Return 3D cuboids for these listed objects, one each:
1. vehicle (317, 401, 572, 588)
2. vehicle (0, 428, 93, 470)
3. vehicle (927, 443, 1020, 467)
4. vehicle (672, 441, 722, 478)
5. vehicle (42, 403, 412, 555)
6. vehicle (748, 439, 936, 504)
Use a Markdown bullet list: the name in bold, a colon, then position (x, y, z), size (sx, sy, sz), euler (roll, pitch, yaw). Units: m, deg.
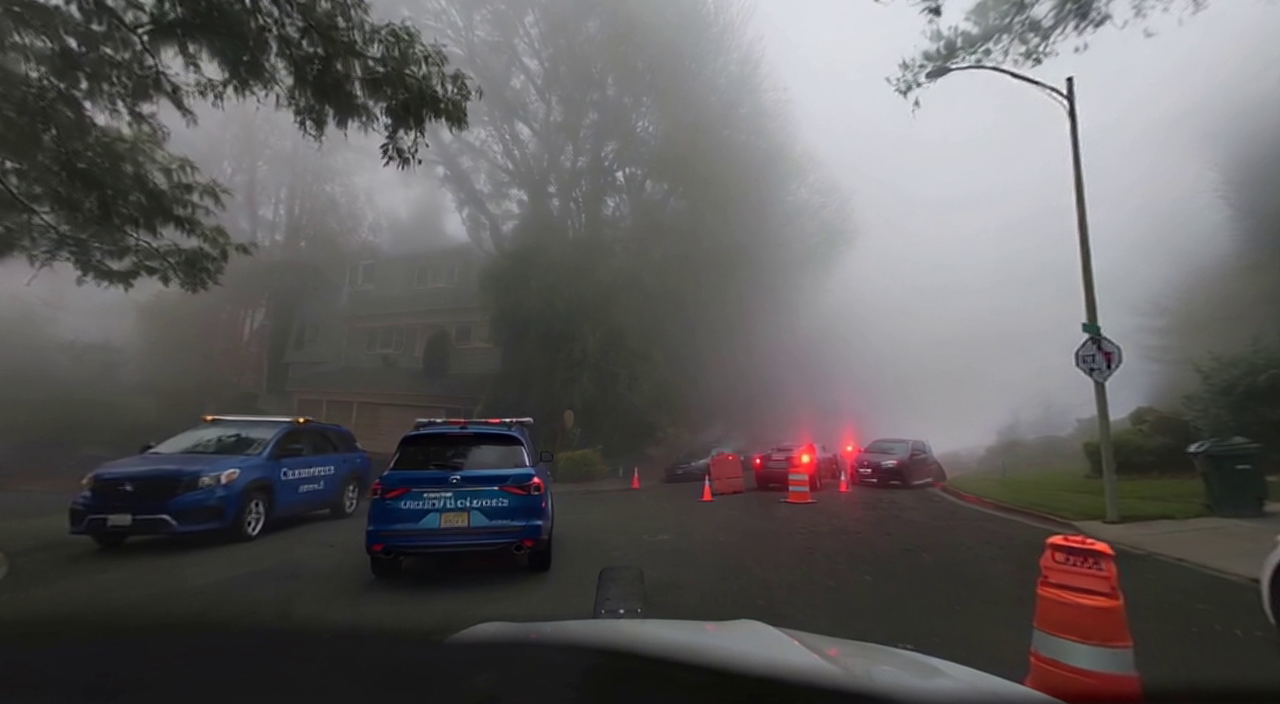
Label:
- **vehicle**: position (-2.300, 1.668, 8.235), size (2.350, 1.748, 4.094), euler (2, -9, -12)
- **vehicle**: position (-29.907, 4.755, 31.023), size (1.908, 1.898, 4.120), euler (-2, -9, 11)
- **vehicle**: position (22.207, 6.846, 42.247), size (5.066, 1.534, 1.905), euler (-1, -9, 9)
- **vehicle**: position (3.047, 5.591, 33.123), size (2.014, 1.742, 4.297), euler (-2, -9, 13)
- **vehicle**: position (-6.195, 1.974, 10.572), size (2.471, 1.892, 4.952), euler (-1, -9, 6)
- **vehicle**: position (5.659, 3.288, 17.885), size (4.656, 1.577, 2.099), euler (2, -8, -18)
